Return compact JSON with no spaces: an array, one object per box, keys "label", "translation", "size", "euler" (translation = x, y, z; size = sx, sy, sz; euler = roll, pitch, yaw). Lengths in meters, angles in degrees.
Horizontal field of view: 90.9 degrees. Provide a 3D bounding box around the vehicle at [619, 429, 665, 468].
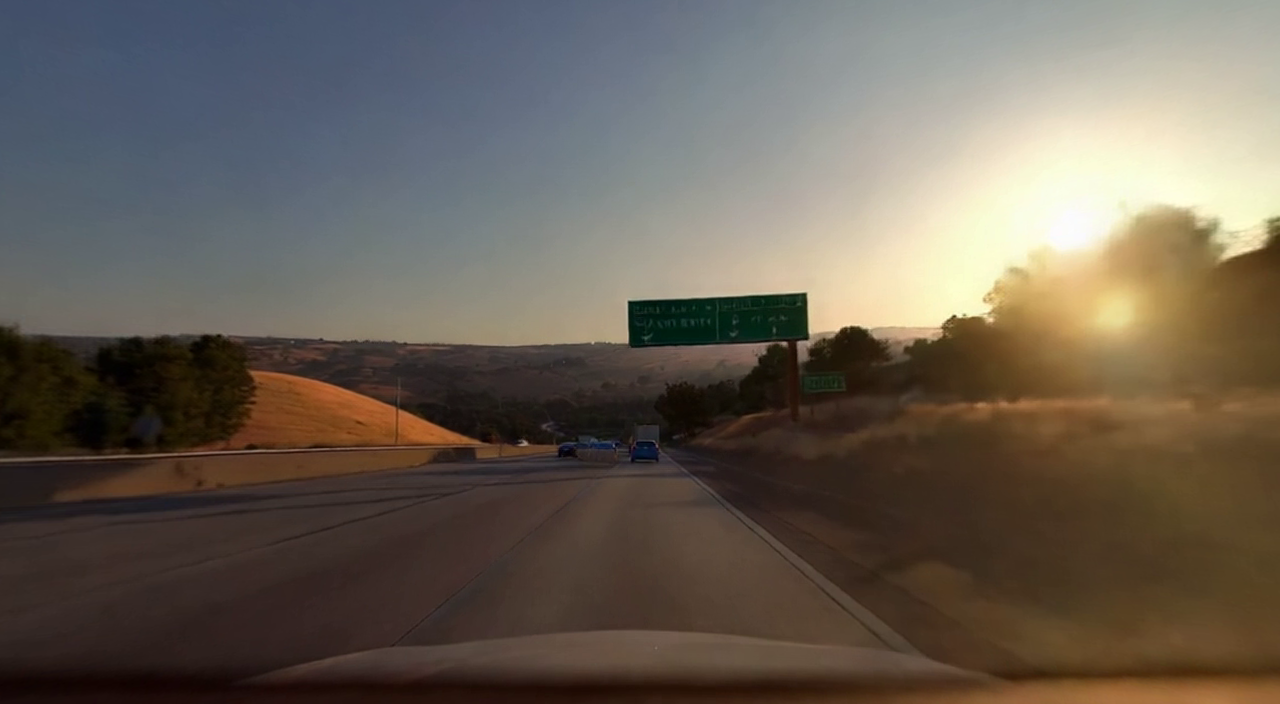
[{"label":"vehicle","translation":[0.133,5.221,34.145],"size":[2.309,1.915,5.130],"euler":[-1,-8,1]}]
